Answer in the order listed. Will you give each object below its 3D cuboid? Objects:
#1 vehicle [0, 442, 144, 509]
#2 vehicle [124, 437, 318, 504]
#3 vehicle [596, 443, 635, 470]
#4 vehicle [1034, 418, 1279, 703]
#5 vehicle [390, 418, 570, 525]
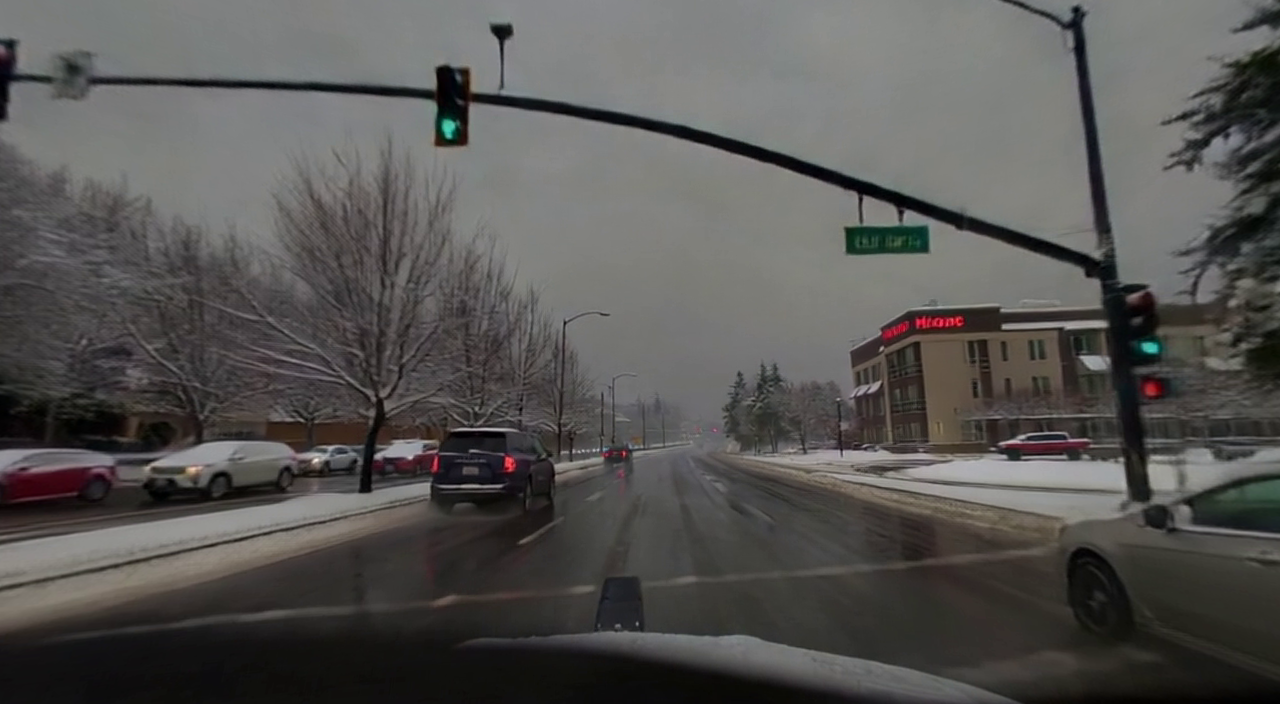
[{"bbox_3d":[-15.090,2.955,15.419,2.079,1.464,4.574,-1,-9,3],"label":"vehicle"},{"bbox_3d":[-11.664,3.312,18.126,2.150,1.627,4.737,-1,-8,3],"label":"vehicle"},{"bbox_3d":[-1.502,6.620,40.257,1.976,1.571,4.649,-1,-9,4],"label":"vehicle"},{"bbox_3d":[4.083,1.013,2.743,1.960,1.471,4.378,0,-8,1],"label":"vehicle"},{"bbox_3d":[-3.058,2.445,13.477,2.305,1.833,4.912,-1,-9,3],"label":"vehicle"}]
